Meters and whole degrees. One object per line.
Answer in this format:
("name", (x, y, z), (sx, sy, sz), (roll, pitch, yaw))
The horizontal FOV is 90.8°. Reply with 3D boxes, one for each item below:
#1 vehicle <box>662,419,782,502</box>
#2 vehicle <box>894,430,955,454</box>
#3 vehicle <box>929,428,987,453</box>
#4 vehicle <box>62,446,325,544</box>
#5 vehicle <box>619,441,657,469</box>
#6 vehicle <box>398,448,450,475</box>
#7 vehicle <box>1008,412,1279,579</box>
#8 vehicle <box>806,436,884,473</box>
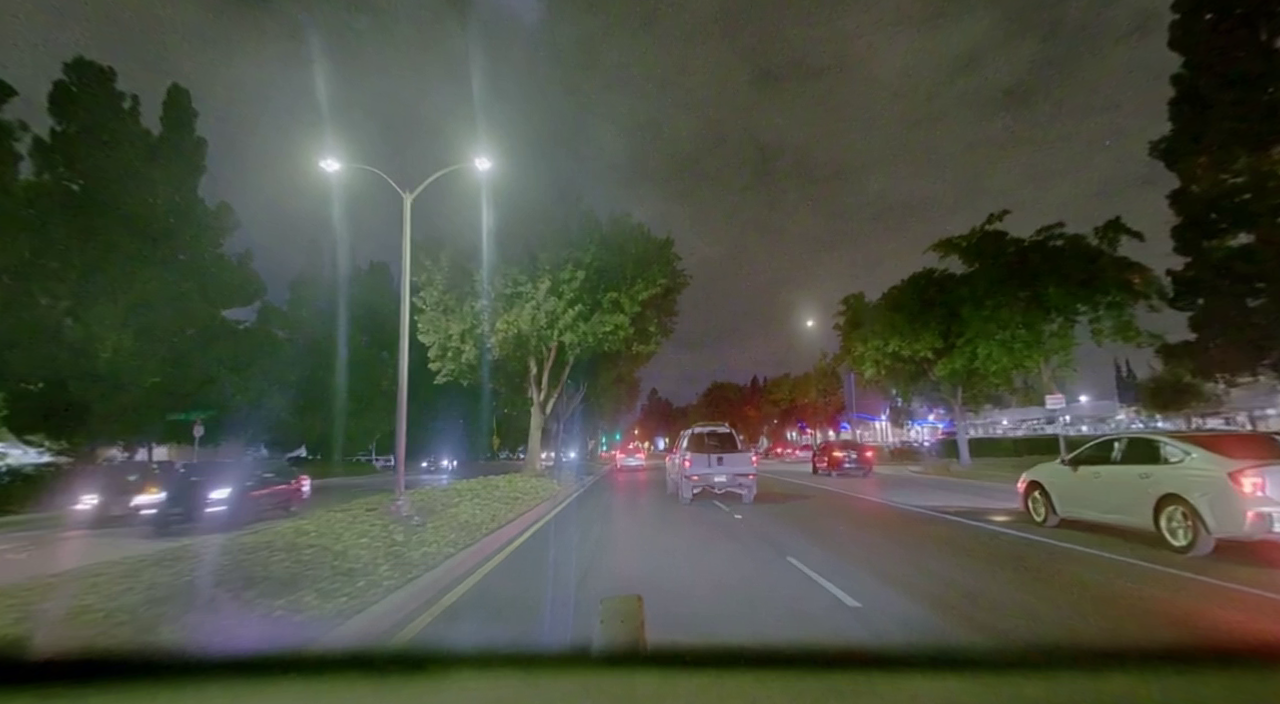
("vehicle", (1.969, 2.849, 16.983), (2.300, 1.870, 4.936), (0, -8, -3))
("vehicle", (20.264, 6.458, 45.219), (2.109, 1.592, 4.481), (0, -8, -2))
("vehicle", (22.779, 6.382, 45.449), (1.919, 1.676, 4.048), (0, -8, -2))
("vehicle", (-8.501, 2.702, 12.761), (1.966, 1.559, 4.731), (0, -8, -2))
("vehicle", (-0.141, 5.803, 35.821), (2.050, 1.504, 4.024), (0, -8, -1))
("vehicle", (-16.223, 8.216, 47.805), (2.124, 1.802, 5.097), (0, -8, 0))
("vehicle", (6.759, 1.574, 7.623), (1.994, 1.488, 4.313), (0, -8, -1))
("vehicle", (9.208, 4.643, 28.798), (1.894, 1.517, 4.419), (0, -8, -2))
